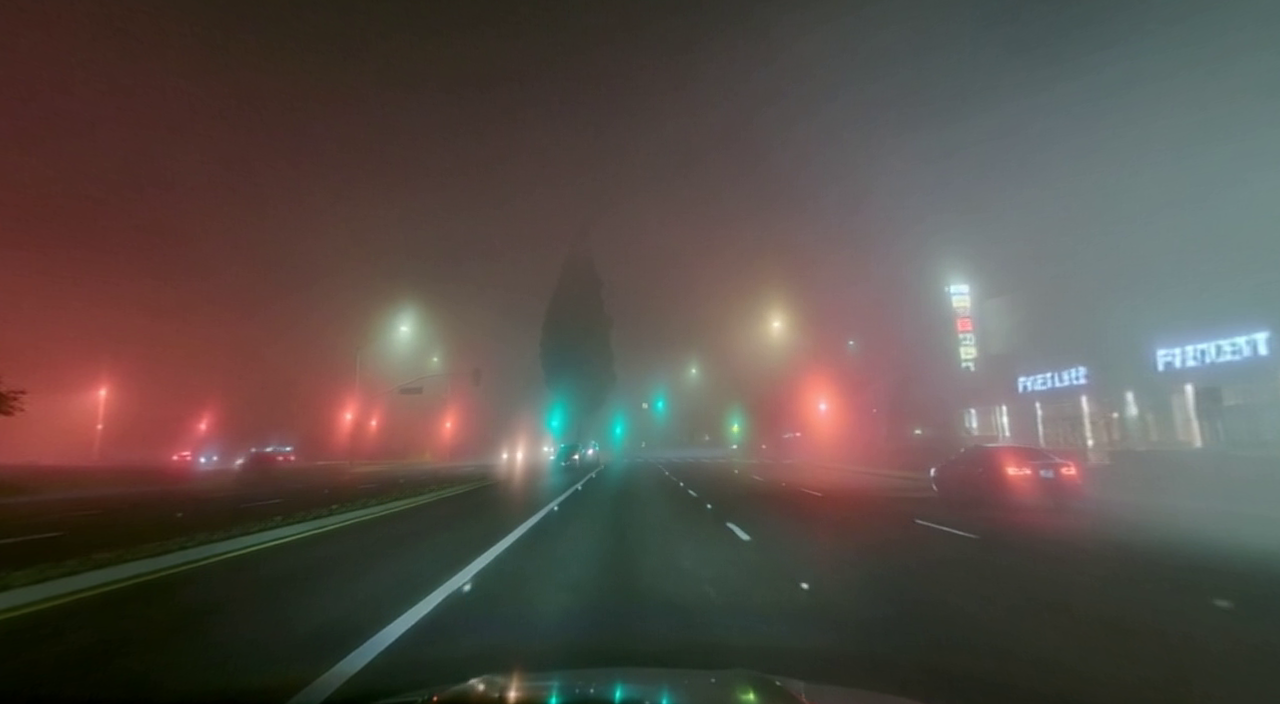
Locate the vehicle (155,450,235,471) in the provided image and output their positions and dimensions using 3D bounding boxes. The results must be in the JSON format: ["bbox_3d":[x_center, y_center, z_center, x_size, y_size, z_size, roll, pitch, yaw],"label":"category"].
[{"bbox_3d":[-34.939,8.498,49.620,5.228,1.539,2.009,-2,-8,11],"label":"vehicle"}]

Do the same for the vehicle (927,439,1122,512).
[{"bbox_3d":[8.794,2.826,14.995,1.936,1.460,4.258,0,-8,0],"label":"vehicle"}]

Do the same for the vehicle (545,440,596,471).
[{"bbox_3d":[-3.595,5.454,33.556,2.121,1.481,4.708,0,-8,1],"label":"vehicle"}]
